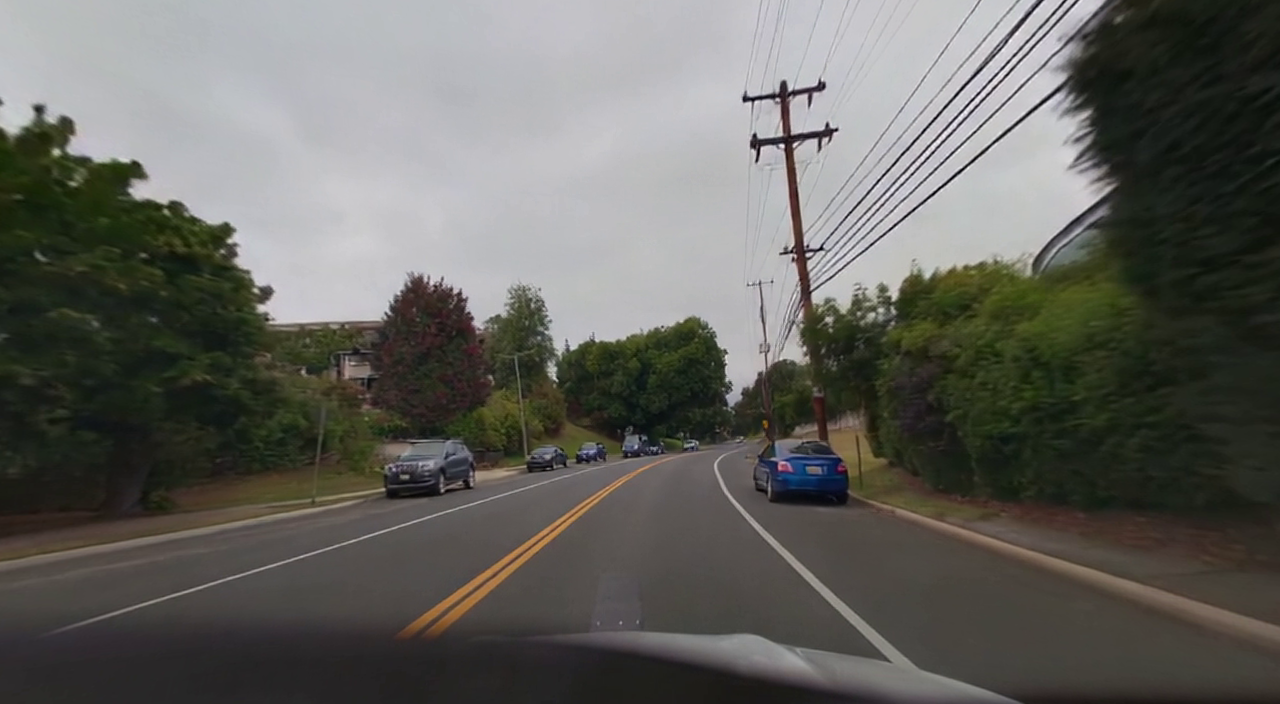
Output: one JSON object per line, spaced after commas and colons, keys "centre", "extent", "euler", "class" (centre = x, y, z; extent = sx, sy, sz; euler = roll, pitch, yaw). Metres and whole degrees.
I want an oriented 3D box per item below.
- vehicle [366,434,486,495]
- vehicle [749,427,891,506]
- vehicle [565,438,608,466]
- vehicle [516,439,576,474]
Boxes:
{"centre": [-6.605, 3.608, 20.149], "extent": [2.025, 1.715, 4.363], "euler": [-1, -11, 4], "class": "vehicle"}
{"centre": [3.788, 2.506, 14.238], "extent": [2.054, 1.470, 4.504], "euler": [-1, -8, 3], "class": "vehicle"}
{"centre": [-3.609, 6.920, 43.415], "extent": [1.927, 1.542, 3.886], "euler": [-7, -13, 9], "class": "vehicle"}
{"centre": [-4.984, 5.717, 34.178], "extent": [1.840, 1.523, 4.333], "euler": [4, -11, 9], "class": "vehicle"}
